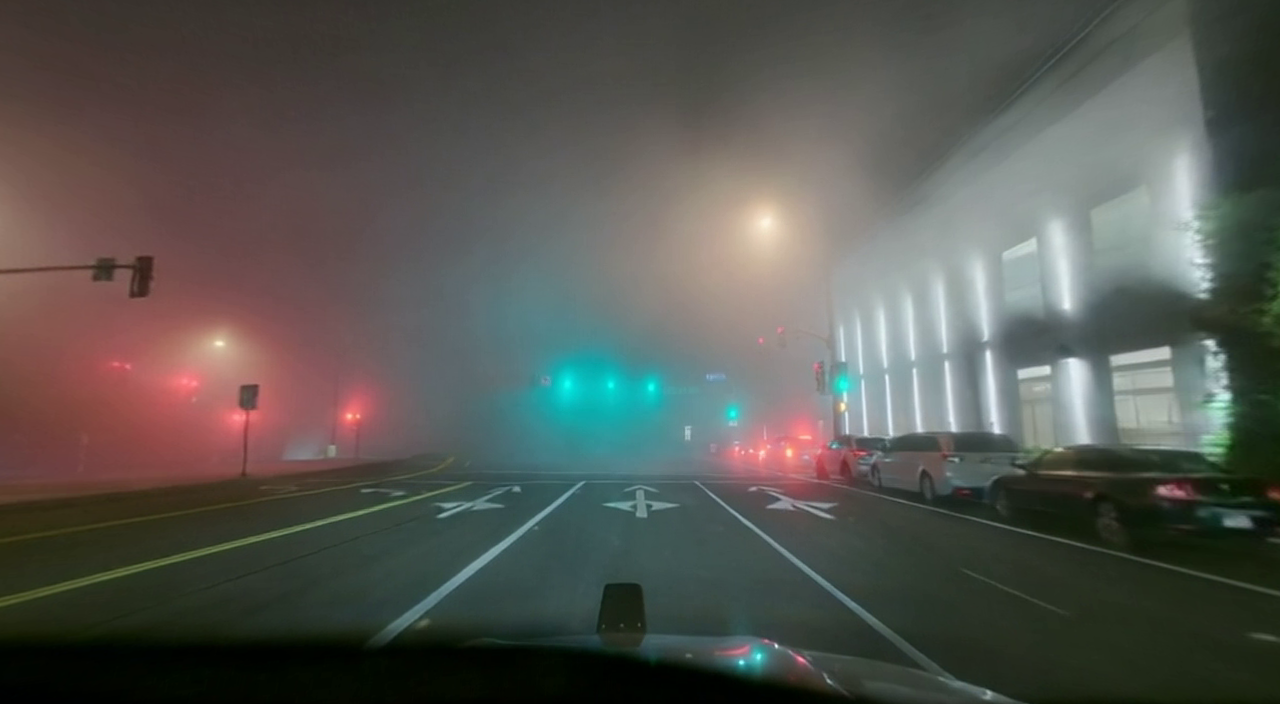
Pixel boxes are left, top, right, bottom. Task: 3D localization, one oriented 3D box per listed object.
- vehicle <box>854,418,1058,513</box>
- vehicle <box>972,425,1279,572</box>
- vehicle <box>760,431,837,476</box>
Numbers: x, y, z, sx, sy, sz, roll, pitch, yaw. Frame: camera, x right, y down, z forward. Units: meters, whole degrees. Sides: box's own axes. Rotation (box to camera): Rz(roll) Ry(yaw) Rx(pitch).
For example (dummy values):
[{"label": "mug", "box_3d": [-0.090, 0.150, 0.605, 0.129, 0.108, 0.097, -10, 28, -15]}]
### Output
[{"label": "vehicle", "box_3d": [6.753, 2.494, 14.273, 1.978, 1.728, 5.129, 0, -9, 0]}, {"label": "vehicle", "box_3d": [6.751, 1.841, 8.711, 1.880, 1.483, 4.510, 0, -9, 1]}, {"label": "vehicle", "box_3d": [6.702, 4.341, 27.119, 1.984, 1.751, 4.759, 0, -9, -1]}]
